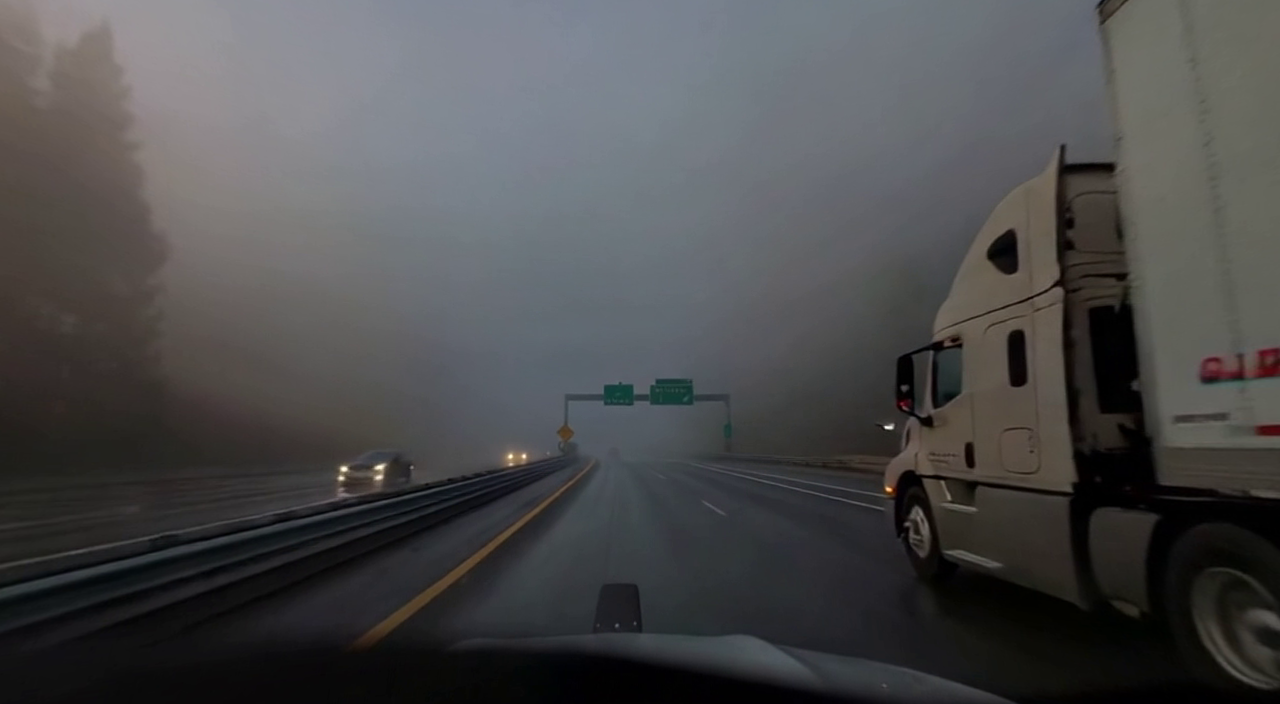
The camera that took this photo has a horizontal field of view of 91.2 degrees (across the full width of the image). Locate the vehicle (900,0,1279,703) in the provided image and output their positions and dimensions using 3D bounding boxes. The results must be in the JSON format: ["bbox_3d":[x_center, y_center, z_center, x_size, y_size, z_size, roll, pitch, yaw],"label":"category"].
[{"bbox_3d":[4.282,-0.539,0.970,3.016,3.971,10.405,0,-9,-1],"label":"vehicle"}]

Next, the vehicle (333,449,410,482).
[{"bbox_3d":[-13.010,5.488,30.683,1.815,1.471,4.333,0,-9,0],"label":"vehicle"}]
